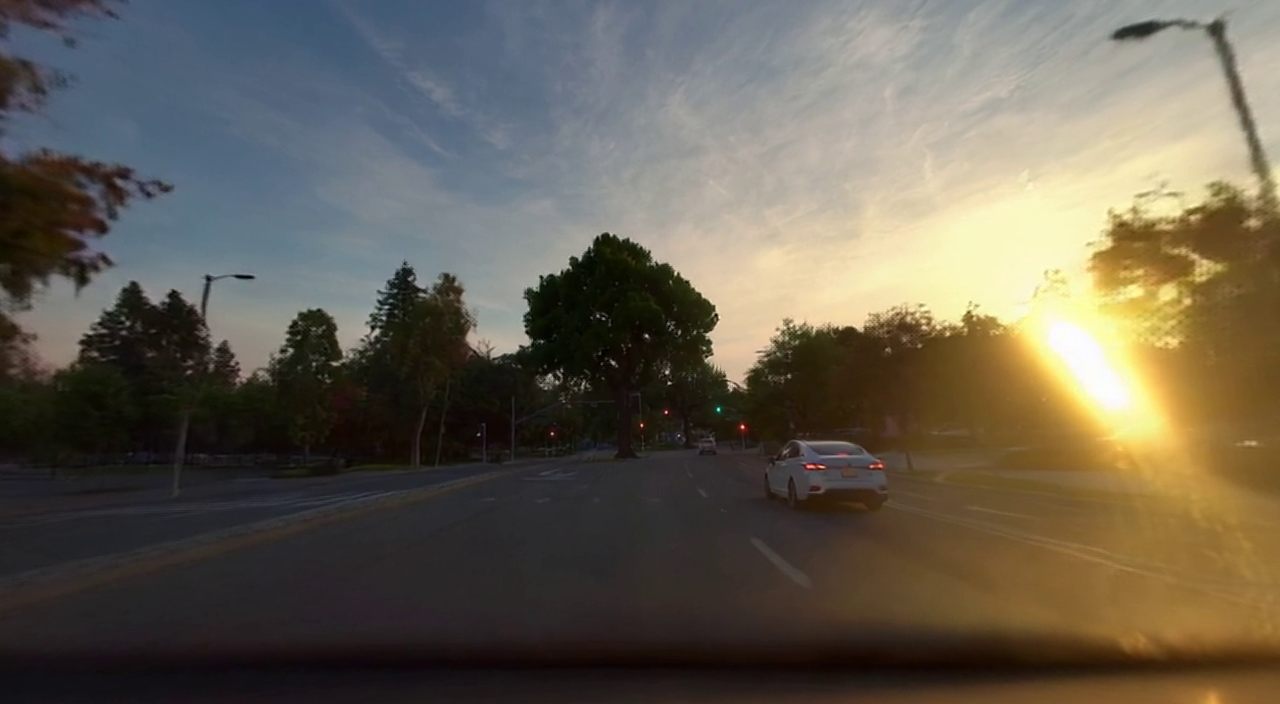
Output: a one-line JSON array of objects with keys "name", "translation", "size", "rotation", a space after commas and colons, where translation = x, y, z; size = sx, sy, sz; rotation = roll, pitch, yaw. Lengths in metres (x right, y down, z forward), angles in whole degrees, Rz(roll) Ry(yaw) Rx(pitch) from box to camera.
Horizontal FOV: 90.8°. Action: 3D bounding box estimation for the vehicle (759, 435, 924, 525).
[{"name": "vehicle", "translation": [3.695, 2.411, 12.437], "size": [1.852, 1.453, 4.083], "rotation": [0, -9, 0]}]
